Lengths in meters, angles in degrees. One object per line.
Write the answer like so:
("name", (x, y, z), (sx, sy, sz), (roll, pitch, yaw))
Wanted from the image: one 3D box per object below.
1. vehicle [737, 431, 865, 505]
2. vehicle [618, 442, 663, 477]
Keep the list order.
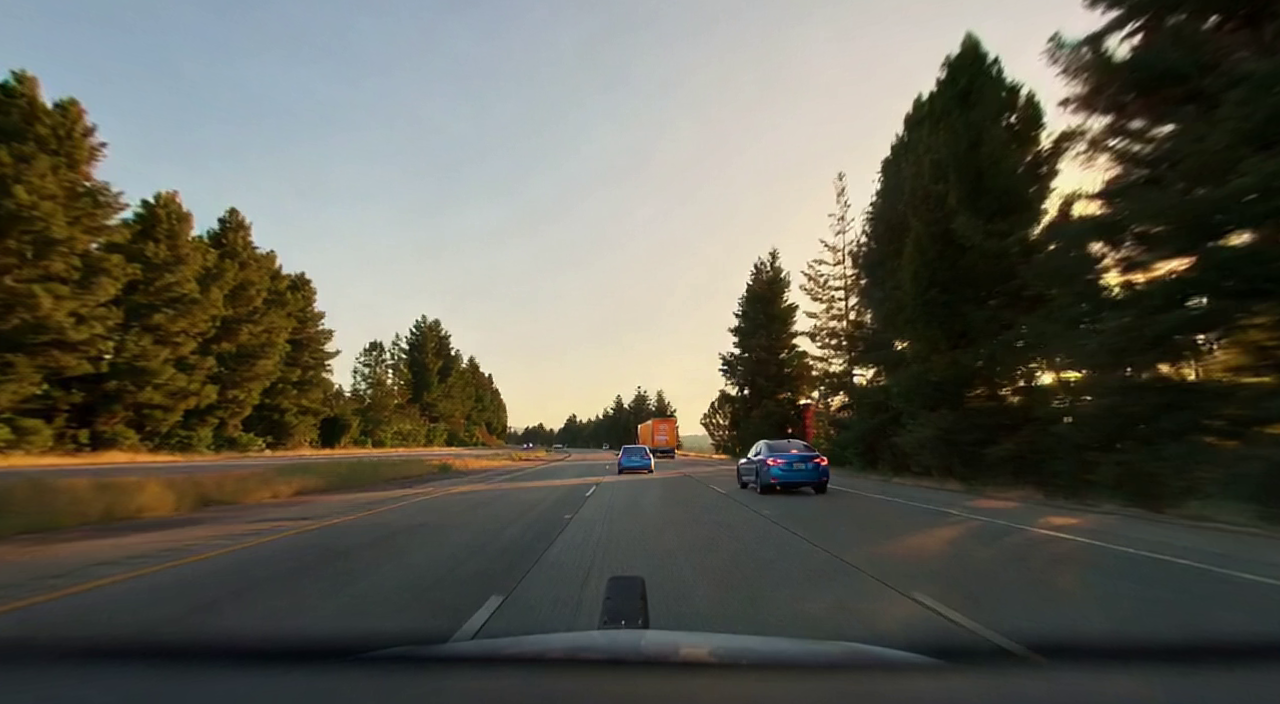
("vehicle", (3.906, 2.918, 16.249), (1.977, 1.599, 4.605), (0, -9, -1))
("vehicle", (-0.035, 4.825, 28.387), (1.913, 1.460, 3.610), (0, -9, -1))
